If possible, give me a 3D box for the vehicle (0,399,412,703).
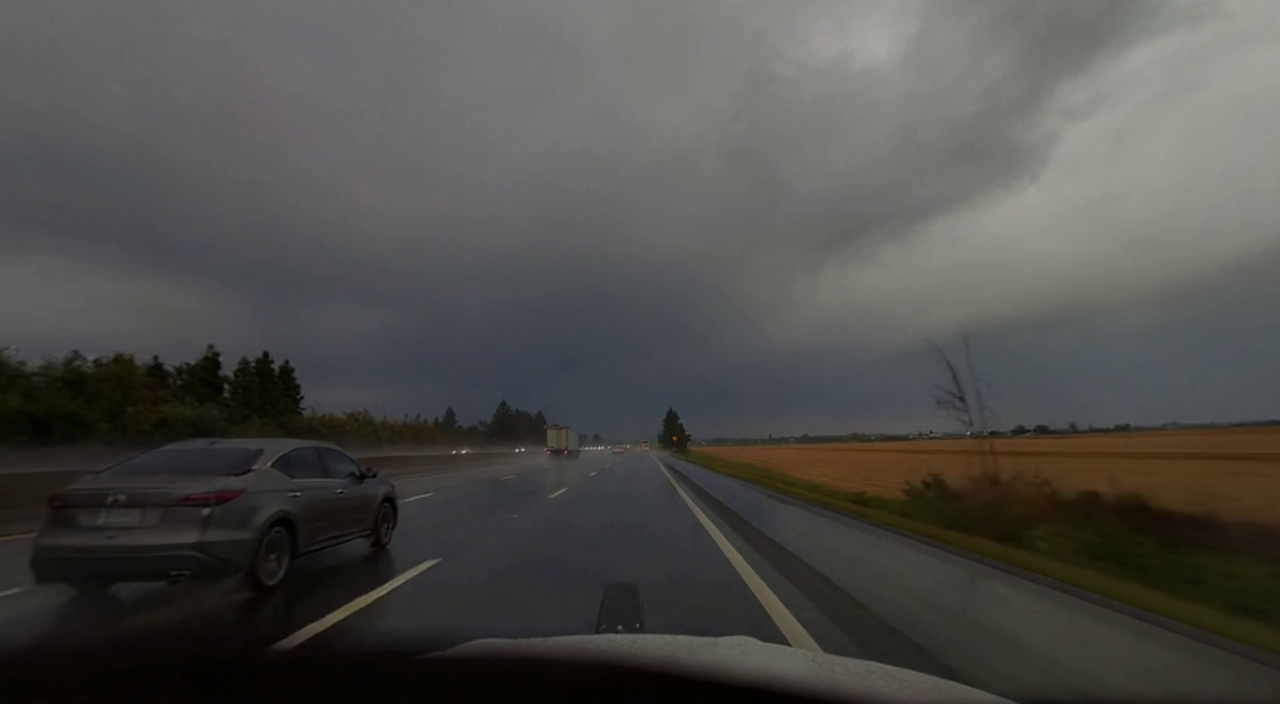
[{"bbox_3d":[-3.884,1.363,5.388,2.028,1.553,4.820,0,-9,0],"label":"vehicle"}]
